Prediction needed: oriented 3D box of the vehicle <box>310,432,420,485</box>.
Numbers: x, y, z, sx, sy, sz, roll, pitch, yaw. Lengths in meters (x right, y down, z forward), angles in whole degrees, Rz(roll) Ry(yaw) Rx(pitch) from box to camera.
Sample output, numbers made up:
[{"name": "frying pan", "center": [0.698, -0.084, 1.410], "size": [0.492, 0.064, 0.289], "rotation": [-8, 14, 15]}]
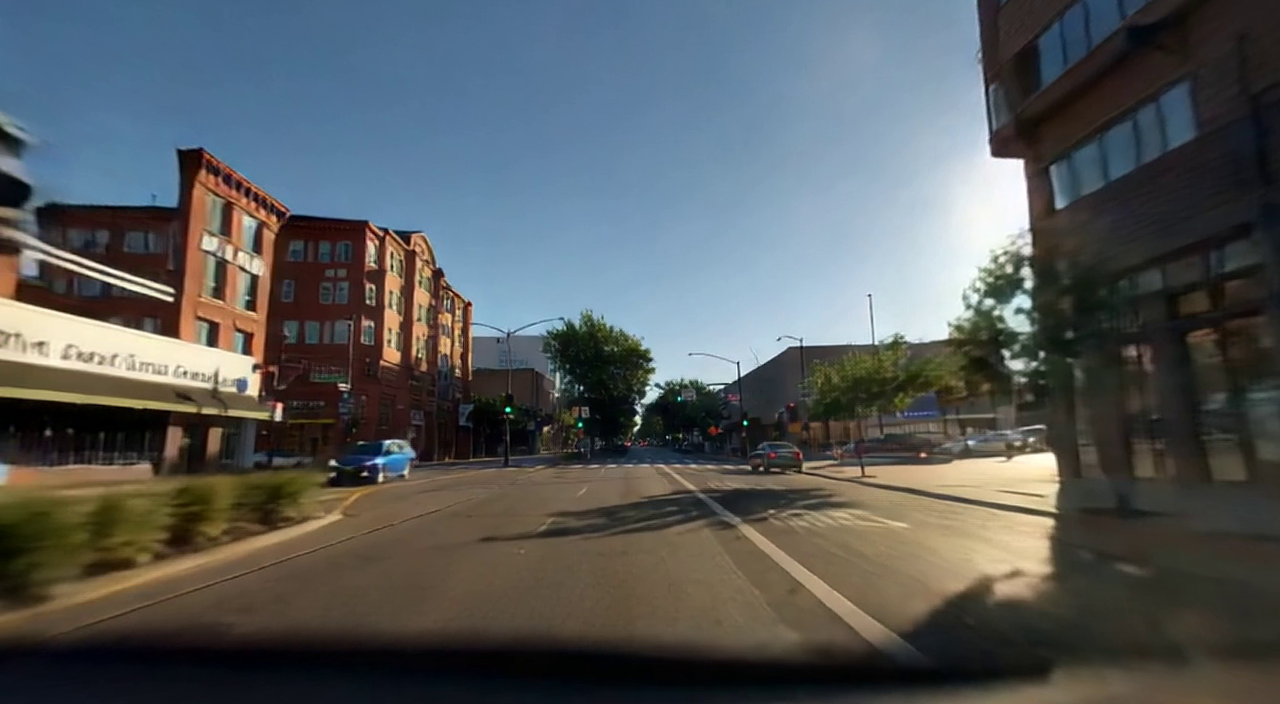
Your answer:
[{"name": "vehicle", "center": [-10.318, 4.022, 24.061], "size": [2.155, 1.830, 4.564], "rotation": [0, -8, -1]}]

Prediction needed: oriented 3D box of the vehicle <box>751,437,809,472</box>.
[{"name": "vehicle", "center": [7.255, 5.343, 33.026], "size": [1.950, 1.686, 4.509], "rotation": [0, -8, -1]}]

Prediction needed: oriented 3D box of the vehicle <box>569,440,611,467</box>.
[{"name": "vehicle", "center": [-2.834, 5.886, 36.588], "size": [2.078, 1.471, 4.217], "rotation": [0, -8, 0]}]
